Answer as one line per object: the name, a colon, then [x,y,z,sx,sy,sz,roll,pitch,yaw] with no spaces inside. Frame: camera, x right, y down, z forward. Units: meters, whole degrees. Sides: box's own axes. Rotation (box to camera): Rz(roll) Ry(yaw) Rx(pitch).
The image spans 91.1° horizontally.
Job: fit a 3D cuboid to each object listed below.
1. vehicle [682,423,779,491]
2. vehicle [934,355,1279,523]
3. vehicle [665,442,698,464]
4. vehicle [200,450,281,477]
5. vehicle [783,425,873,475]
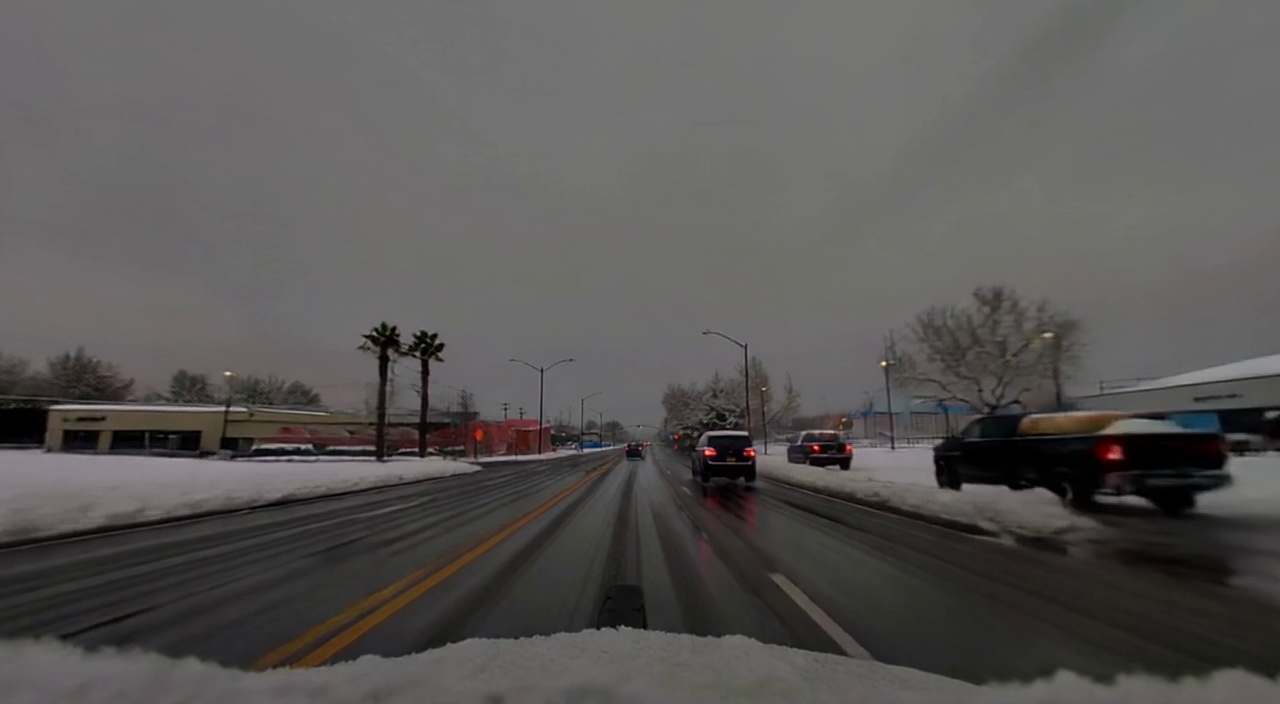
vehicle: [2.849,3.520,21.335,2.386,1.970,5.665,0,-8,-1]
vehicle: [11.921,2.444,17.528,3.086,3.442,9.030,0,-8,1]
vehicle: [3.029,7.541,46.978,2.148,1.562,4.642,0,-8,0]
vehicle: [-24.877,6.937,39.338,1.911,1.489,4.779,0,-8,0]
vehicle: [10.805,5.726,37.048,2.799,2.593,7.710,-1,-8,-1]
